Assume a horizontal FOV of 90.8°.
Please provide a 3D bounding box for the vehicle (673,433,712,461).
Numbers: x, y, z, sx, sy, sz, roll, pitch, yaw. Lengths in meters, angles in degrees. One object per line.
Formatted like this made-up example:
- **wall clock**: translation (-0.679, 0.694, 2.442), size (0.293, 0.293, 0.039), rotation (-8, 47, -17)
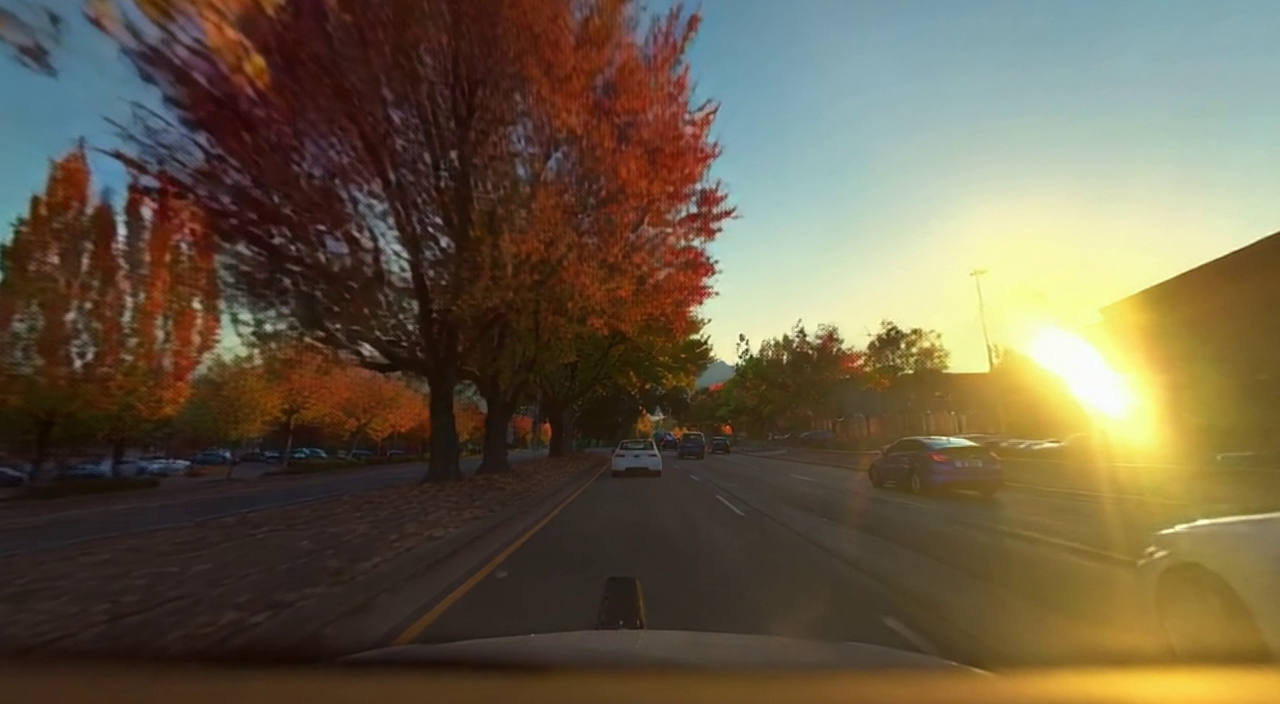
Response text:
- **vehicle**: translation (3.478, 6.420, 42.707), size (2.188, 1.760, 4.297), rotation (0, -8, -1)

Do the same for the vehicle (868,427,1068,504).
- **vehicle**: translation (7.341, 2.594, 14.861), size (2.111, 1.493, 4.639), rotation (0, -8, -1)

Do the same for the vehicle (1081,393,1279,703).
- **vehicle**: translation (3.681, 0.752, 1.488), size (2.094, 1.480, 4.323), rotation (0, -8, -1)

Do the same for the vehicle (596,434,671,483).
- **vehicle**: translation (-0.228, 3.602, 21.663), size (2.289, 1.471, 4.477), rotation (0, -8, -1)

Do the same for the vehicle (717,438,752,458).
- **vehicle**: translation (7.398, 7.555, 49.866), size (2.061, 1.460, 3.948), rotation (0, -8, -1)
